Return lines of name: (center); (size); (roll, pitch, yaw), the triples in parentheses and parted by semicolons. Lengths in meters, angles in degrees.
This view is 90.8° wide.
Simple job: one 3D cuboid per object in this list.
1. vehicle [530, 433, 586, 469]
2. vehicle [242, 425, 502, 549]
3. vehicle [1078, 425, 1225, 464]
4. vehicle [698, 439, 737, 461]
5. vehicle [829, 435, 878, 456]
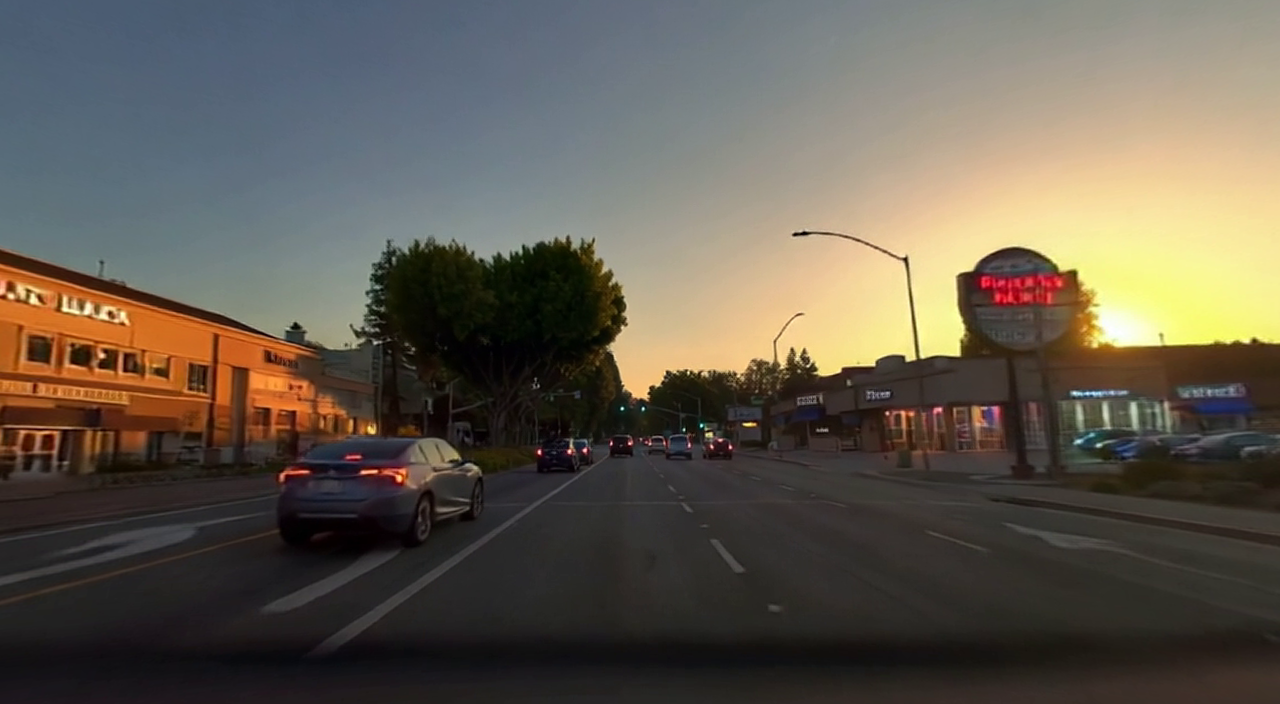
vehicle: (-3.981, 4.875, 31.355); (2.143, 1.643, 4.336); (0, -8, 0)
vehicle: (-3.771, 1.982, 10.033); (2.097, 1.497, 4.571); (0, -8, 1)
vehicle: (23.585, 4.325, 29.385); (4.824, 1.693, 1.984); (-4, -9, 21)
vehicle: (5.298, 6.762, 43.806); (2.017, 1.453, 4.497); (0, -8, -1)
vehicle: (15.744, 6.925, 46.817); (1.819, 1.457, 4.680); (0, -8, -3)
